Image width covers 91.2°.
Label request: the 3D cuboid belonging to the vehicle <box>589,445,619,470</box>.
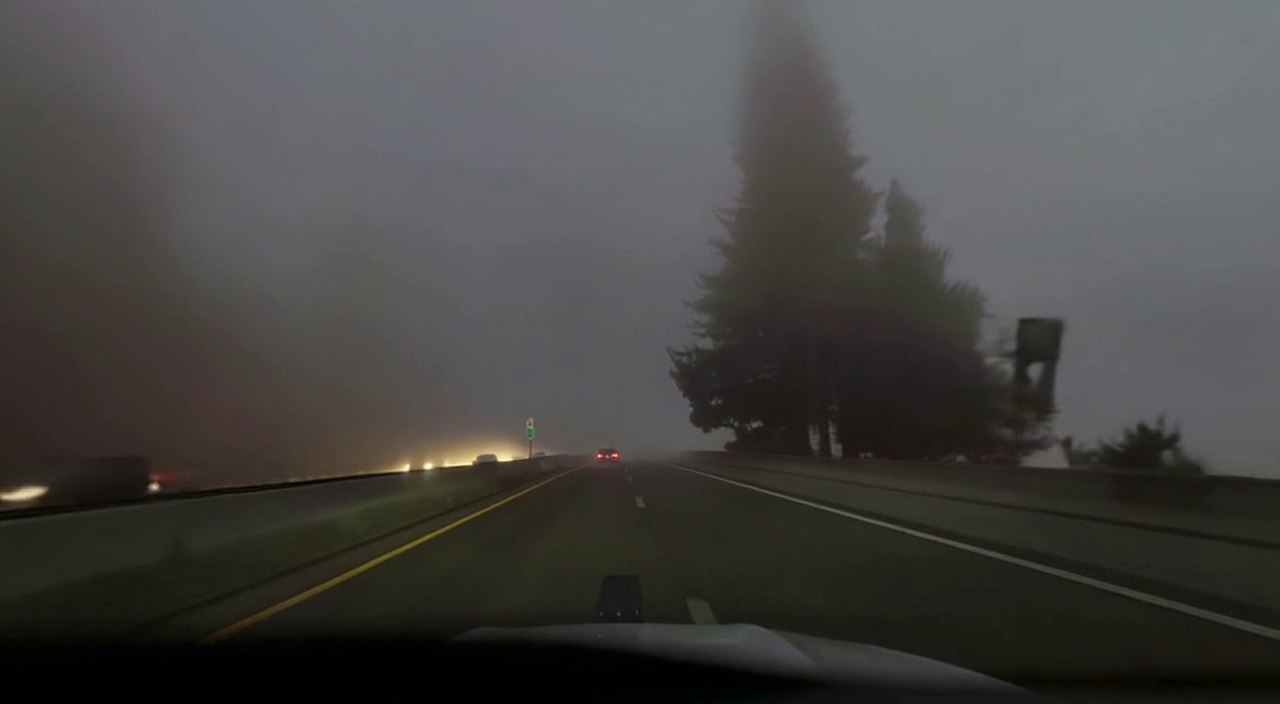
[{"bbox_3d":[-2.633,7.827,46.644,2.098,1.692,4.038,0,-9,-2],"label":"vehicle"}]

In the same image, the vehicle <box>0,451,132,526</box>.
[{"bbox_3d":[-15.019,3.190,14.945,1.961,1.621,4.588,0,-9,-1],"label":"vehicle"}]

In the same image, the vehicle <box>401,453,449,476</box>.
[{"bbox_3d":[-15.202,7.992,44.550,1.849,1.497,4.415,0,-9,-1],"label":"vehicle"}]
